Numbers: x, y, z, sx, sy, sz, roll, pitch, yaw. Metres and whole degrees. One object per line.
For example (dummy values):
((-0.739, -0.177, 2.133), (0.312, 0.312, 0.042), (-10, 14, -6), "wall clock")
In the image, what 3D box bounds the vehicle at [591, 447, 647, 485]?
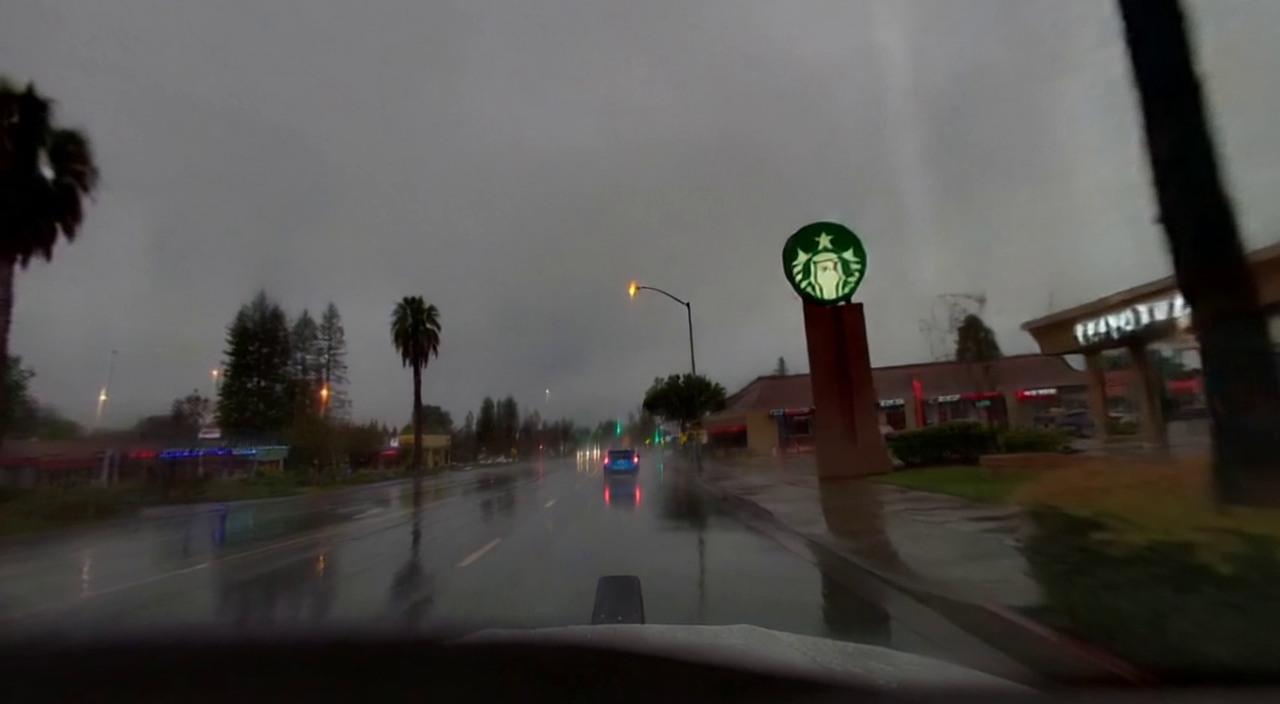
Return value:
((-0.861, 4.762, 26.795), (2.156, 1.462, 4.495), (0, -9, -1), "vehicle")

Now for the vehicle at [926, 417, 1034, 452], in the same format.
((17.707, 4.375, 33.153), (1.856, 1.665, 4.574), (5, -10, -32), "vehicle")

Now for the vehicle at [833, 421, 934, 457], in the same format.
((12.475, 4.570, 32.693), (1.873, 1.657, 4.557), (5, -11, -31), "vehicle")
